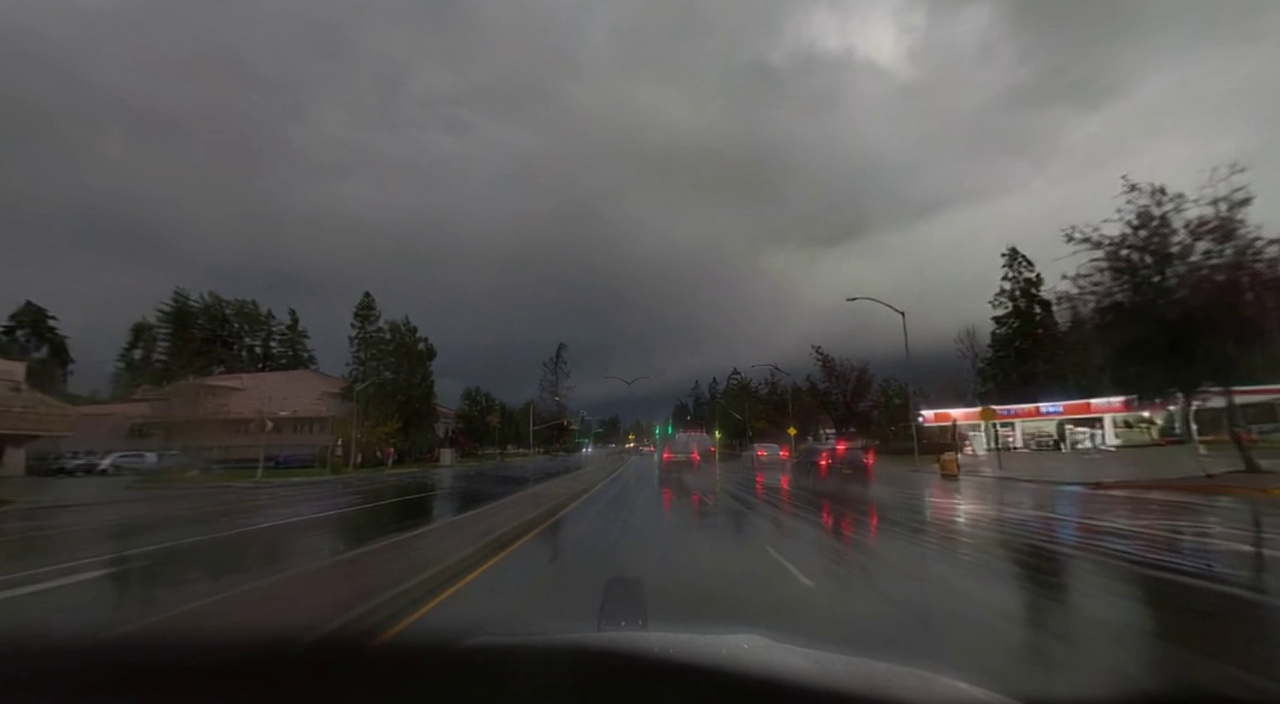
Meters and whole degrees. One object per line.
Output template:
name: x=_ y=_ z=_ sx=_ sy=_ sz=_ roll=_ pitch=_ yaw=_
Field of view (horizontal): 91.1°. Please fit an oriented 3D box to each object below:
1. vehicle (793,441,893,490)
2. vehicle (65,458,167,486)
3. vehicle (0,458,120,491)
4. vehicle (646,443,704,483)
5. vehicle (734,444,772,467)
vehicle: x=6.744 y=3.786 z=21.385 sx=1.918 sy=1.484 sz=4.456 roll=0 pitch=-8 yaw=0
vehicle: x=-28.219 y=6.445 z=33.872 sx=4.021 sy=1.421 sz=1.807 roll=-1 pitch=-9 yaw=7
vehicle: x=-29.068 y=6.085 z=31.344 sx=4.510 sy=1.504 sz=2.005 roll=-1 pitch=-8 yaw=3
vehicle: x=1.312 y=4.425 z=25.384 sx=1.971 sy=1.479 sz=4.493 roll=0 pitch=-8 yaw=-1
vehicle: x=7.850 y=7.206 z=43.957 sx=1.930 sy=1.479 sz=4.477 roll=0 pitch=-8 yaw=1
